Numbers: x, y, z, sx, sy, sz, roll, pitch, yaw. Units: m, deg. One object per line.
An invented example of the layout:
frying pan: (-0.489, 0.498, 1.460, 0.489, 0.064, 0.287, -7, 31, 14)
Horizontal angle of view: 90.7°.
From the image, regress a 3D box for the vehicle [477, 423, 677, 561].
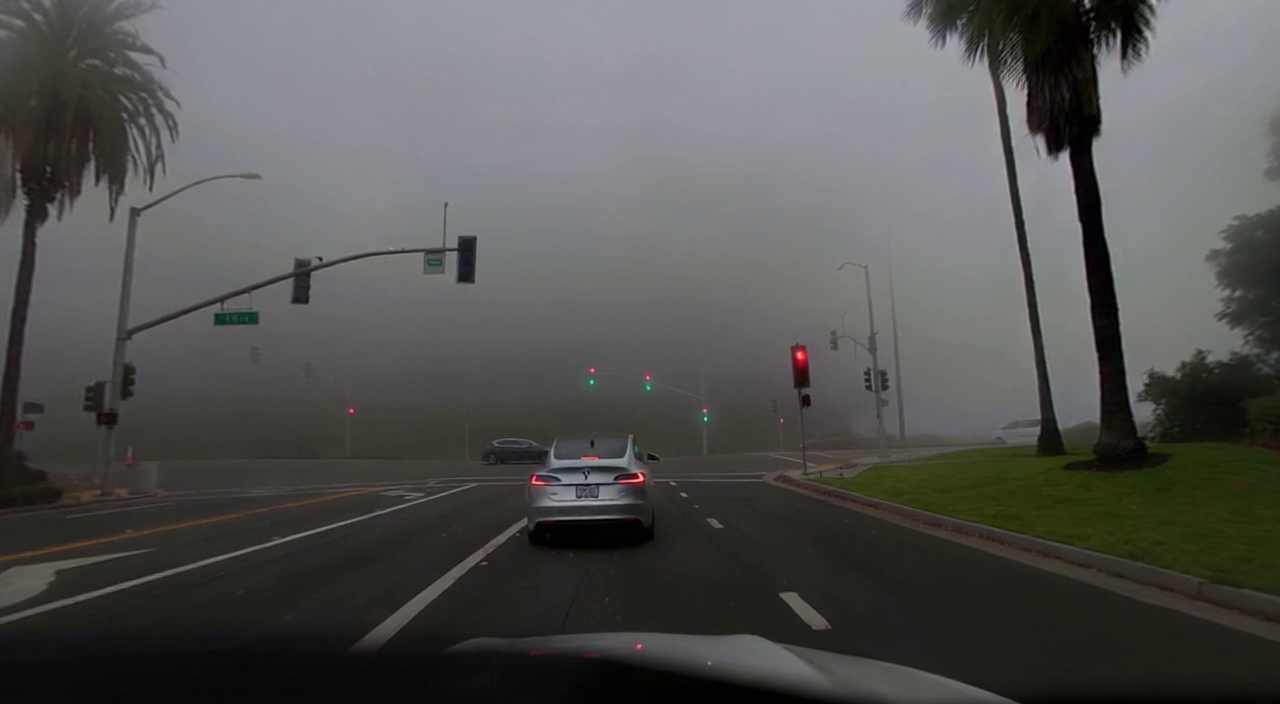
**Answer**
vehicle: (-0.686, 1.827, 9.006, 2.152, 1.478, 4.229, 0, -8, 0)
